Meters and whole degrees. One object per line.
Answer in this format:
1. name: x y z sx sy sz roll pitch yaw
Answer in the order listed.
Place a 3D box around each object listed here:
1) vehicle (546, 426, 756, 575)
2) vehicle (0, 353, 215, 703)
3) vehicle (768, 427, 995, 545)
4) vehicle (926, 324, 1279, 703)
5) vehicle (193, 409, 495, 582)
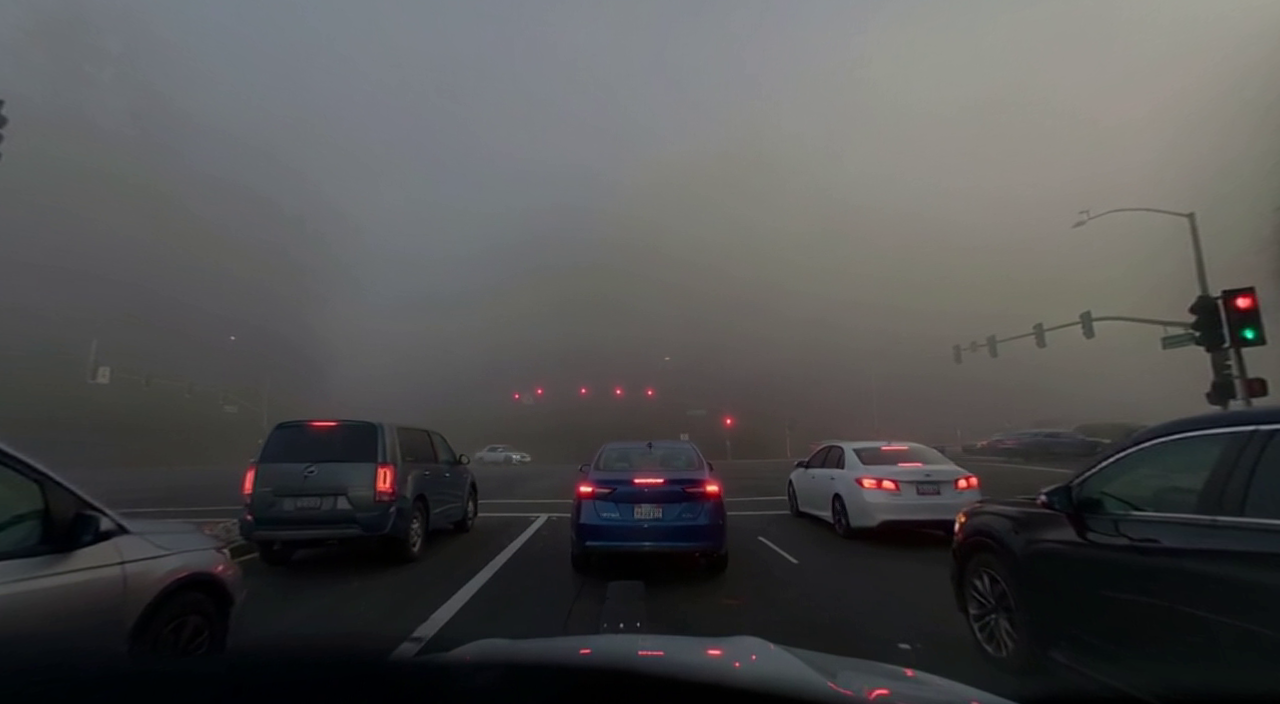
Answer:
1. vehicle: 0.052 1.816 8.487 2.114 1.482 4.056 0 -9 -2
2. vehicle: -3.345 0.662 1.141 2.034 1.655 4.465 0 -9 0
3. vehicle: 3.536 2.049 10.300 1.874 1.487 4.404 0 -9 -1
4. vehicle: 3.260 0.818 2.512 2.178 1.691 4.314 0 -9 0
5. vehicle: -3.428 1.747 8.442 1.958 1.693 4.242 0 -9 0
